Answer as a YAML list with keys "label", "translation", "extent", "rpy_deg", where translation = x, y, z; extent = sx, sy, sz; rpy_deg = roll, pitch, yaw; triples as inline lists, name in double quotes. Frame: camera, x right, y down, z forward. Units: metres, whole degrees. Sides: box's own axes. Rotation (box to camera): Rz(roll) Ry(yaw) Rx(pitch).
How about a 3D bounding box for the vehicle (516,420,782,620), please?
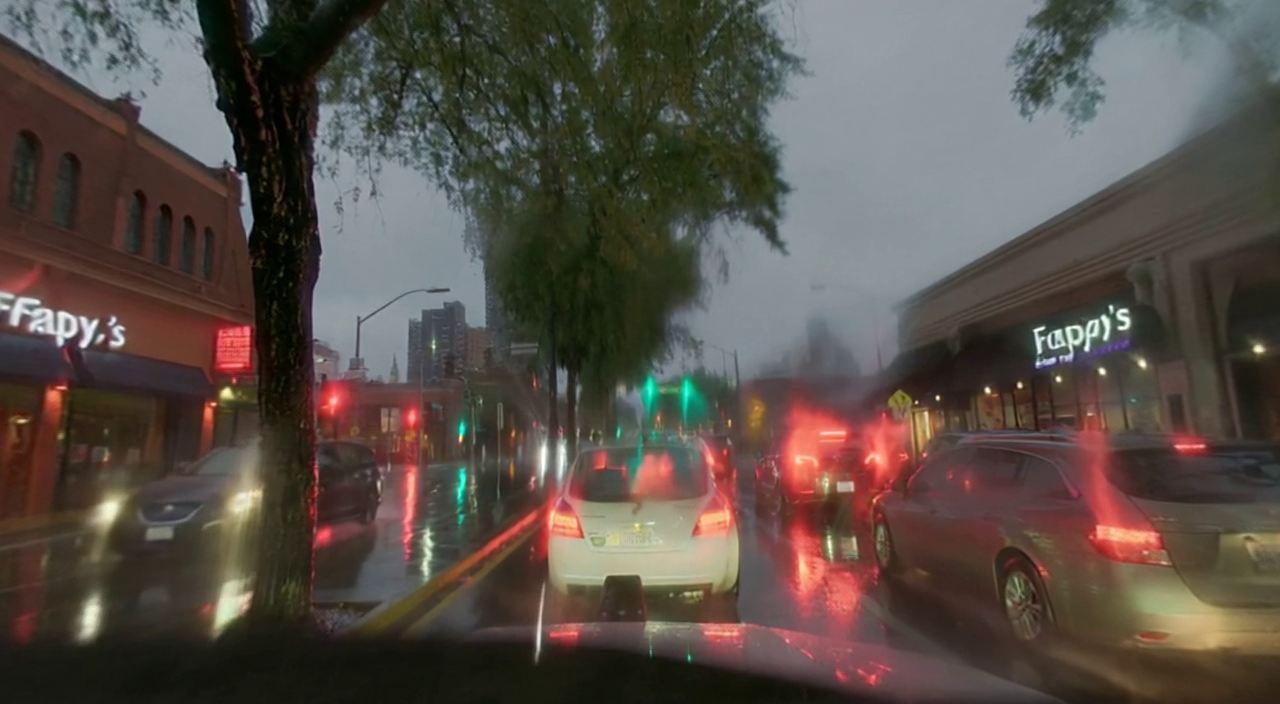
- label: "vehicle"
  translation: [0.058, 1.537, 6.614]
  extent: [2.006, 1.487, 3.535]
  rpy_deg: [0, -9, 0]

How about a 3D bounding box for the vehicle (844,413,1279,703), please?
- label: "vehicle"
  translation: [3.392, 1.366, 5.308]
  extent: [1.988, 1.480, 4.195]
  rpy_deg: [0, -9, 1]

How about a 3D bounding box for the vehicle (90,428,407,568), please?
- label: "vehicle"
  translation: [-5.279, 1.999, 9.509]
  extent: [1.898, 1.542, 4.689]
  rpy_deg: [0, -9, -2]
